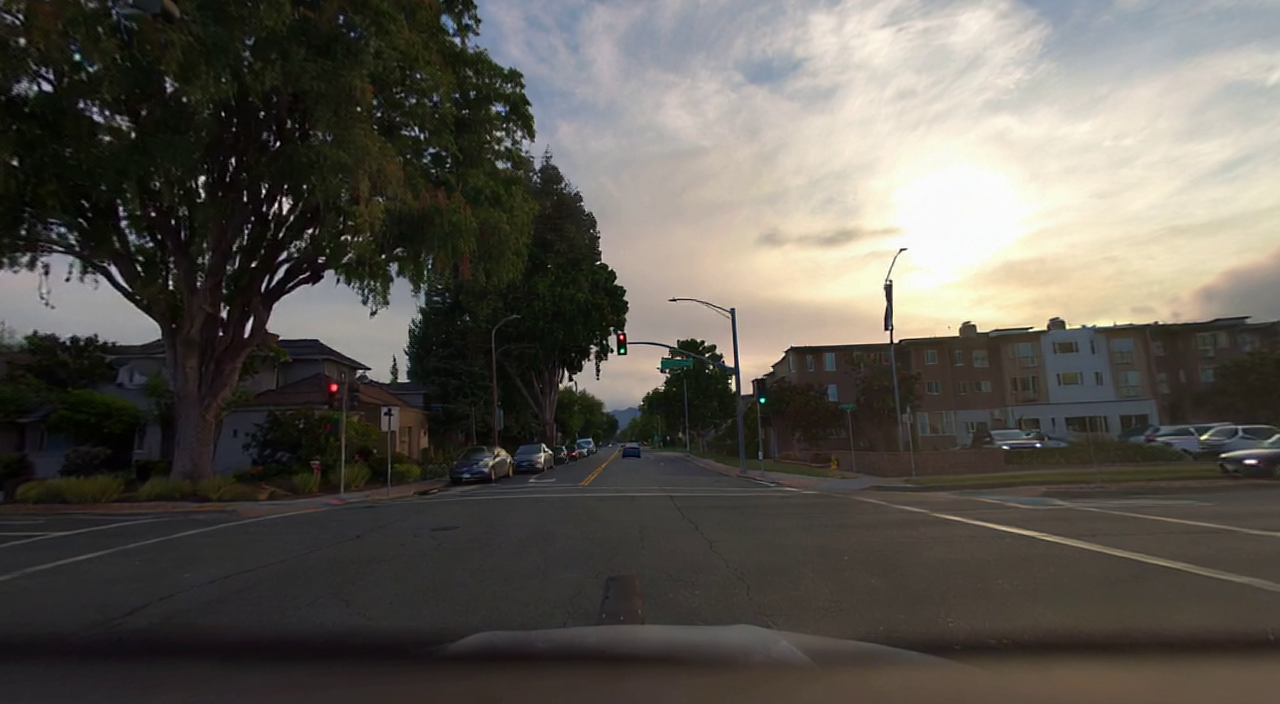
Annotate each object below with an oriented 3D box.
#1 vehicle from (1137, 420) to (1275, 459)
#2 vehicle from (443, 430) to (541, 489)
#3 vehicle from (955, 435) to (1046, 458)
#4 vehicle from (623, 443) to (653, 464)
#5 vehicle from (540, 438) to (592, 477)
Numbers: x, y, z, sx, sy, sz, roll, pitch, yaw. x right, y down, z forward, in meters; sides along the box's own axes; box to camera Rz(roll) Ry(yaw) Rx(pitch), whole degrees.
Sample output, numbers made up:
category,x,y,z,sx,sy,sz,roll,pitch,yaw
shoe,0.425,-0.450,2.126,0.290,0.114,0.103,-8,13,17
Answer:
category,x,y,z,sx,sy,sz,roll,pitch,yaw
vehicle,33.261,5.162,37.243,5.969,2.149,2.331,0,-9,-3
vehicle,-6.495,4.837,28.964,2.896,2.339,7.322,0,-9,-1
vehicle,24.977,6.551,43.843,5.172,1.515,1.851,0,-9,-2
vehicle,-0.227,7.731,48.334,2.056,1.493,4.535,0,-9,-3
vehicle,-3.640,5.278,31.902,2.120,1.783,4.788,0,-9,-1
